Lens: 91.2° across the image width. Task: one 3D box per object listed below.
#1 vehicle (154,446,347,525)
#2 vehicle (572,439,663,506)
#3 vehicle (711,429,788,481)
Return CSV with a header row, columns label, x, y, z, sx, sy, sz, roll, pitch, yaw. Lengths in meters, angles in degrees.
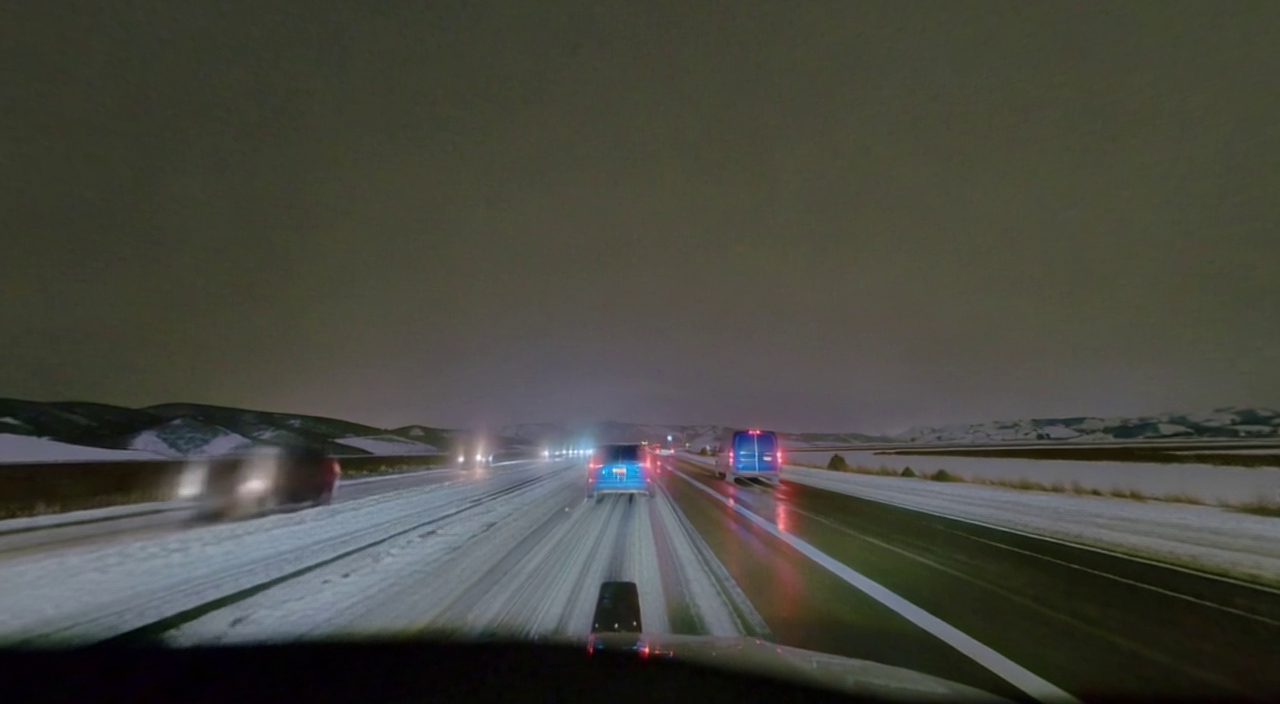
label,x,y,z,sx,sy,sz,roll,pitch,yaw
vehicle,-8.798,3.004,14.685,1.851,1.542,4.150,0,-9,0
vehicle,-0.516,3.011,16.030,2.029,1.483,3.769,0,-9,0
vehicle,4.413,4.280,26.168,2.261,1.952,4.784,0,-9,-1
